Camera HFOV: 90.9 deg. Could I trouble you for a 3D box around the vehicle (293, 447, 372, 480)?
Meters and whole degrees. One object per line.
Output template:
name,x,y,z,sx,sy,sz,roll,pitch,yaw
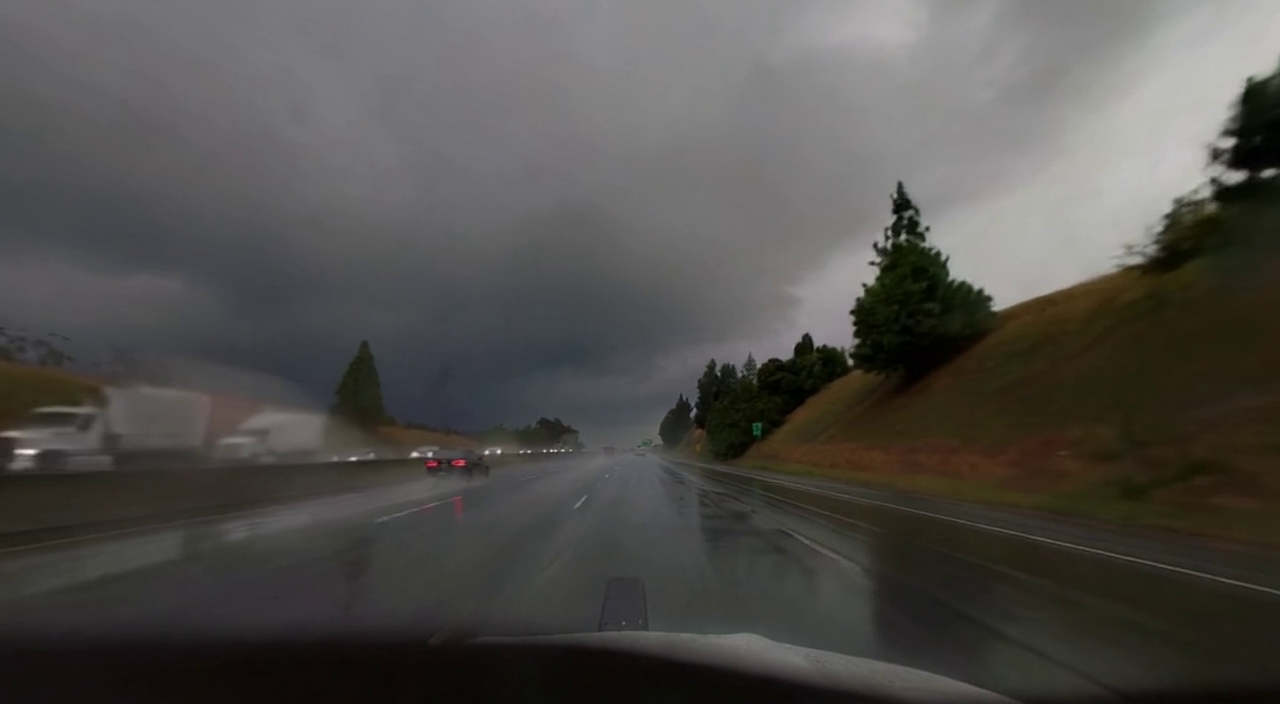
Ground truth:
vehicle,-14.538,5.262,30.001,1.806,1.433,3.932,0,-9,-1

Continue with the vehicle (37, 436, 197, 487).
vehicle,-18.238,3.844,22.300,1.867,1.585,4.415,0,-9,0

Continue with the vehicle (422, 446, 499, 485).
vehicle,-7.400,4.705,26.470,1.966,1.476,4.240,0,-9,0

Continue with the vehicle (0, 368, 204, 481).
vehicle,-22.466,3.157,26.192,2.834,3.959,7.991,0,-9,-1

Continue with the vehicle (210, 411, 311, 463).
vehicle,-22.447,5.142,37.659,2.266,2.825,6.027,0,-9,-1
